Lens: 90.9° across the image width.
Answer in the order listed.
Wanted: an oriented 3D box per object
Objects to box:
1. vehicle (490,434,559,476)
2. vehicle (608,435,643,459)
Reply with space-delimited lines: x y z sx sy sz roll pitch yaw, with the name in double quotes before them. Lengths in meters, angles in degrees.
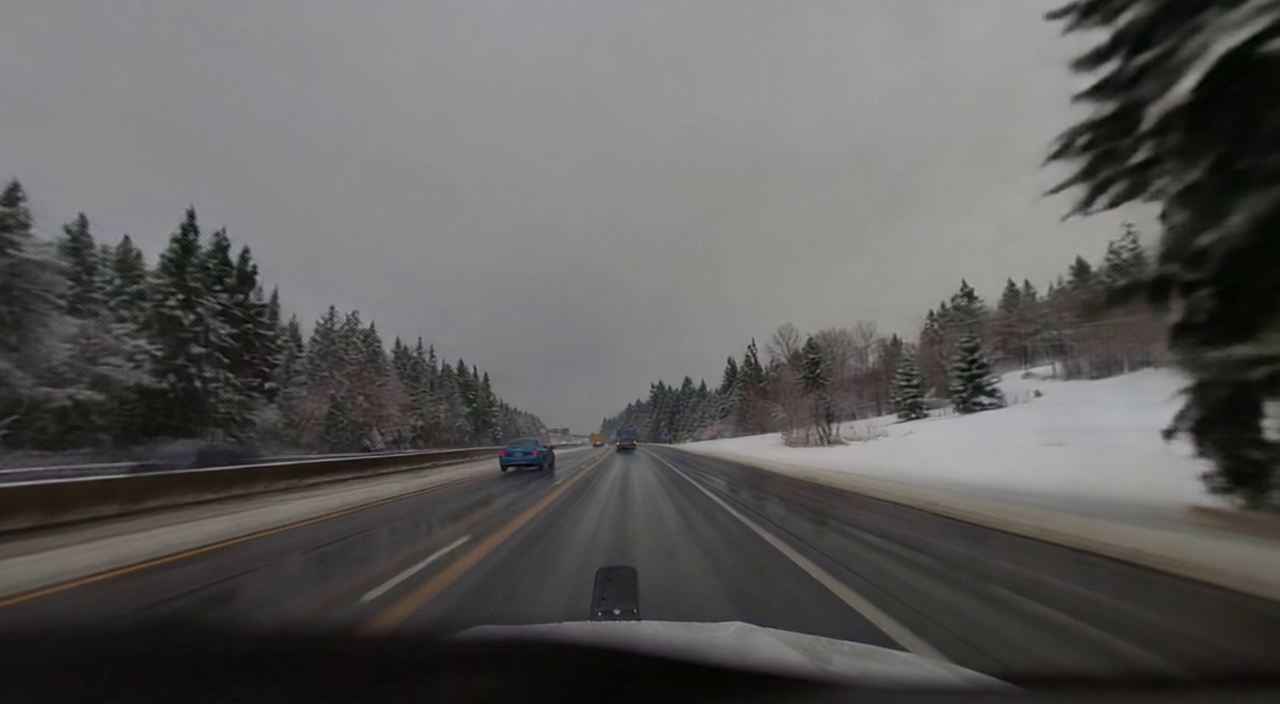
"vehicle" -4.298 3.894 24.121 1.907 1.445 4.049 0 -8 0
"vehicle" -0.905 6.233 41.419 2.162 1.460 4.242 0 -8 0
